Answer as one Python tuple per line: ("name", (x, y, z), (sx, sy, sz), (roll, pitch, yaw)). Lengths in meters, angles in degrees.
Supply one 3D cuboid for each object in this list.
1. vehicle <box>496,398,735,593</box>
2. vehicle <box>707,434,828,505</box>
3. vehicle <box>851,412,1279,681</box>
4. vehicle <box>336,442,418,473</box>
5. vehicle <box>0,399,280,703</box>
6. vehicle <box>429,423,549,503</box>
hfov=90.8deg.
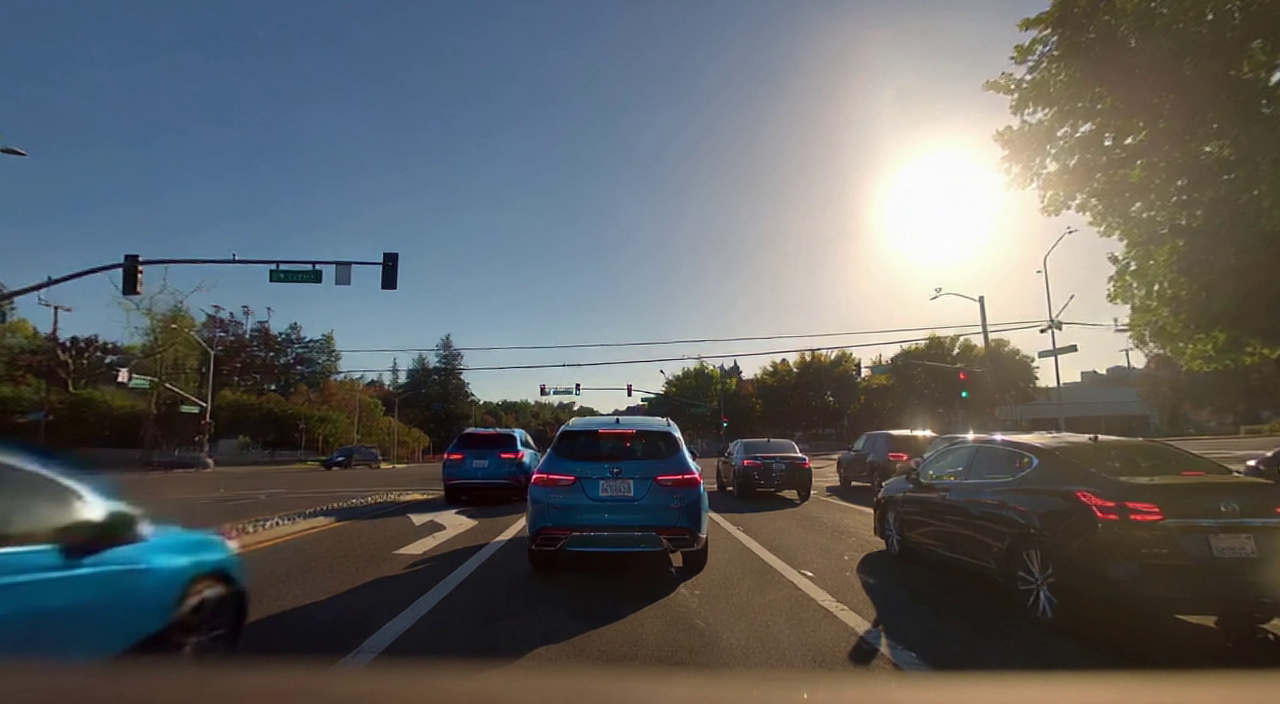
("vehicle", (-0.271, 1.554, 7.613), (2.101, 1.707, 3.904), (0, -8, -2))
("vehicle", (2.976, 2.853, 15.766), (1.950, 1.506, 4.086), (0, -8, -3))
("vehicle", (3.621, 1.393, 5.699), (1.861, 1.478, 4.185), (0, -8, -2))
("vehicle", (-16.601, 6.651, 39.894), (4.446, 1.821, 2.276), (-4, -9, 23))
("vehicle", (-3.160, 0.836, 1.578), (2.077, 1.493, 4.281), (0, -9, -2))
("vehicle", (-3.807, 2.904, 16.950), (2.186, 1.794, 4.972), (0, -8, -3))
